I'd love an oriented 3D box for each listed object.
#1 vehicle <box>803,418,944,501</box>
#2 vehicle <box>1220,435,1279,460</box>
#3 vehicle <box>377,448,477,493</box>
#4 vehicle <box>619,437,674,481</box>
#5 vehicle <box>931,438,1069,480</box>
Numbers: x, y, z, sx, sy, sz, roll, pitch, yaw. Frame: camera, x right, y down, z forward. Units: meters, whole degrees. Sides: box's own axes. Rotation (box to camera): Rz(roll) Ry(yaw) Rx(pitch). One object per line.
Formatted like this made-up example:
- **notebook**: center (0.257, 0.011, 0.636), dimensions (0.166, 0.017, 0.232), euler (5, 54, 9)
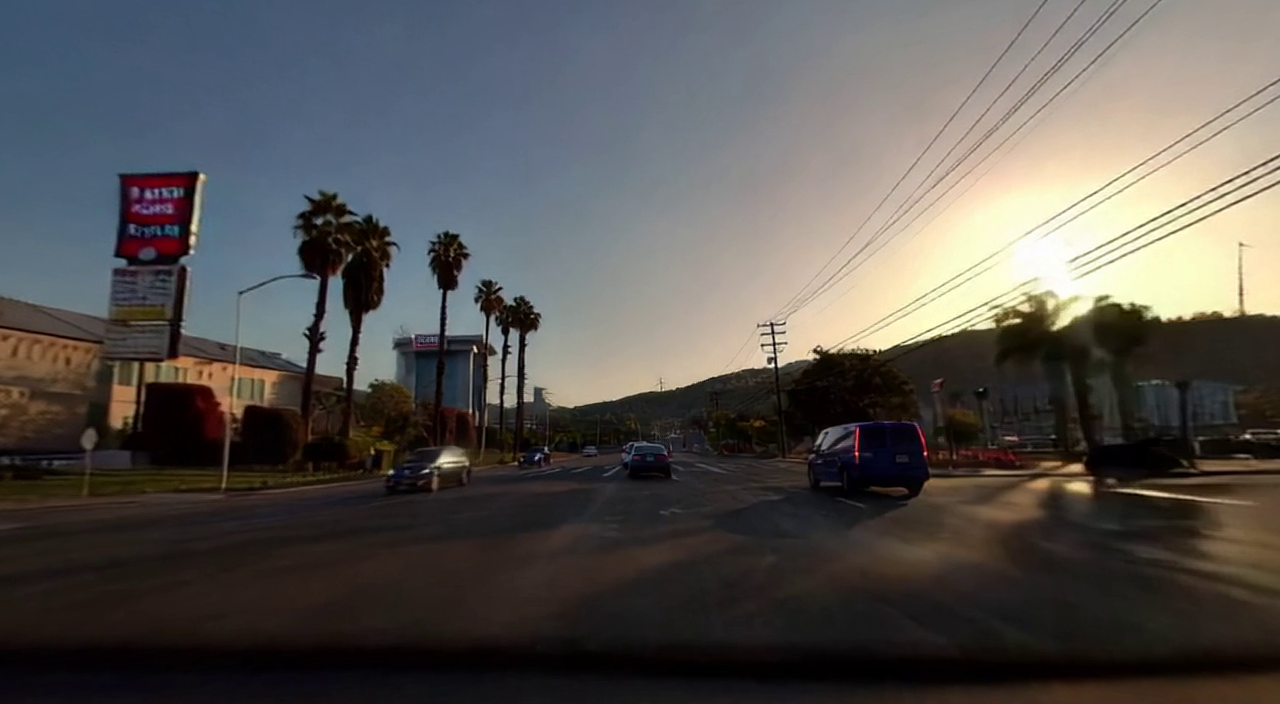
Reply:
- **vehicle**: center (6.084, 2.866, 17.097), dimensions (2.107, 1.928, 4.471), euler (0, -9, 0)
- **vehicle**: center (41.325, 6.332, 41.764), dimensions (1.779, 1.515, 4.189), euler (-4, -9, 3)
- **vehicle**: center (-7.923, 4.429, 23.974), dimensions (2.004, 1.535, 4.853), euler (0, -9, 1)
- **vehicle**: center (0.244, 4.486, 26.608), dimensions (2.138, 1.672, 4.168), euler (0, -9, 0)
- **vehicle**: center (13.989, 4.205, 24.807), dimensions (4.400, 1.507, 2.009), euler (-4, -10, 23)
